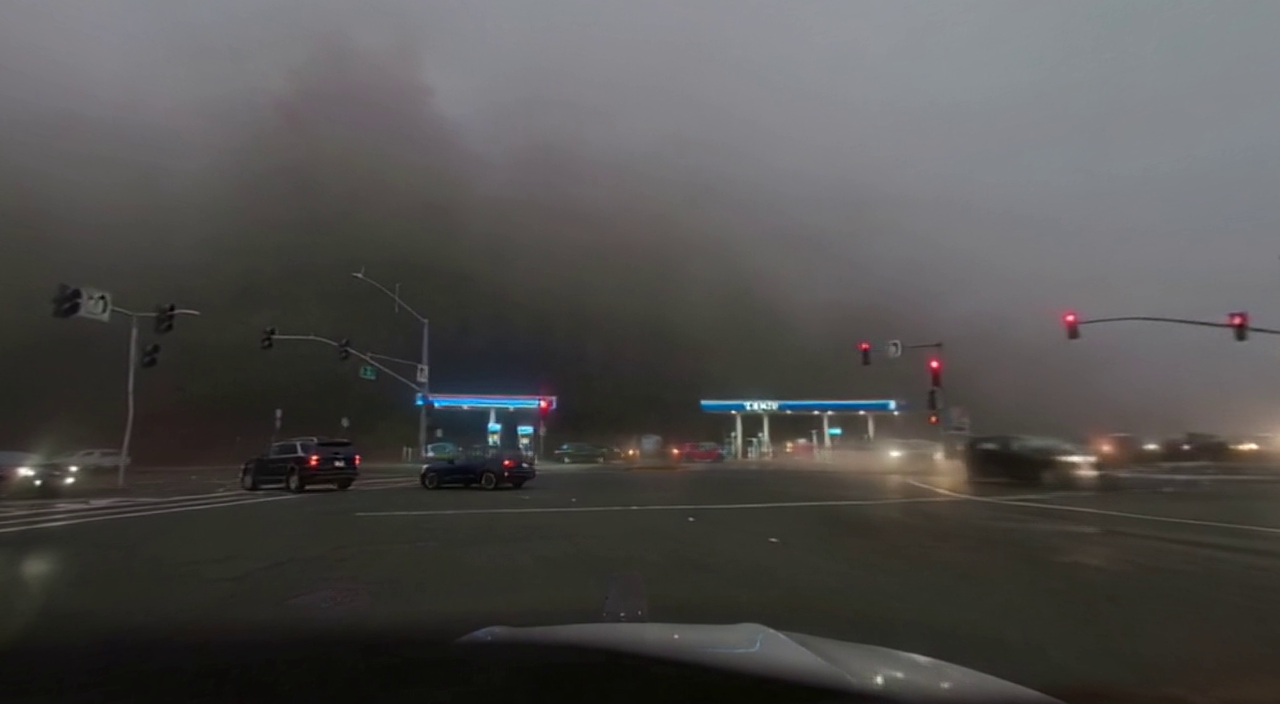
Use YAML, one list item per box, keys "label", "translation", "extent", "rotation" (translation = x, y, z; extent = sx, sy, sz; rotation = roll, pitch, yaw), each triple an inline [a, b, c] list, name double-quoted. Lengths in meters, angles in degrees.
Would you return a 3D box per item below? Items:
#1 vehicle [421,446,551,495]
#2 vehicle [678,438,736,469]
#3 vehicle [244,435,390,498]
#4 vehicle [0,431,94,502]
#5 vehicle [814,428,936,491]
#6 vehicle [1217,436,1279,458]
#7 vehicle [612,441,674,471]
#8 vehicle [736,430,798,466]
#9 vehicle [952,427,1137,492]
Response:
- label: "vehicle"
  translation: [-5.311, 3.947, 21.494]
  extent: [4.581, 1.460, 1.965]
  rotation: [-8, -11, 41]
- label: "vehicle"
  translation: [3.955, 5.864, 36.605]
  extent: [2.210, 1.542, 4.501]
  rotation: [-6, -10, 20]
- label: "vehicle"
  translation: [-10.368, 3.581, 20.178]
  extent: [4.616, 1.733, 2.351]
  rotation: [-7, -11, 38]
- label: "vehicle"
  translation: [-19.255, 3.445, 19.032]
  extent: [4.658, 1.911, 2.162]
  rotation: [-5, -10, 22]
- label: "vehicle"
  translation: [6.781, 3.152, 18.856]
  extent: [2.126, 1.626, 4.585]
  rotation: [-1, -9, 3]
- label: "vehicle"
  translation: [43.692, 6.717, 44.539]
  extent: [3.825, 1.438, 1.968]
  rotation: [-5, -10, 22]
- label: "vehicle"
  translation: [0.239, 6.143, 37.406]
  extent: [2.210, 1.565, 4.588]
  rotation: [-6, -10, 19]
- label: "vehicle"
  translation: [7.385, 5.517, 36.264]
  extent: [2.517, 1.875, 5.774]
  rotation: [-3, -9, 20]
- label: "vehicle"
  translation: [11.212, 3.016, 18.031]
  extent: [1.976, 1.573, 4.543]
  rotation: [1, -9, -5]
